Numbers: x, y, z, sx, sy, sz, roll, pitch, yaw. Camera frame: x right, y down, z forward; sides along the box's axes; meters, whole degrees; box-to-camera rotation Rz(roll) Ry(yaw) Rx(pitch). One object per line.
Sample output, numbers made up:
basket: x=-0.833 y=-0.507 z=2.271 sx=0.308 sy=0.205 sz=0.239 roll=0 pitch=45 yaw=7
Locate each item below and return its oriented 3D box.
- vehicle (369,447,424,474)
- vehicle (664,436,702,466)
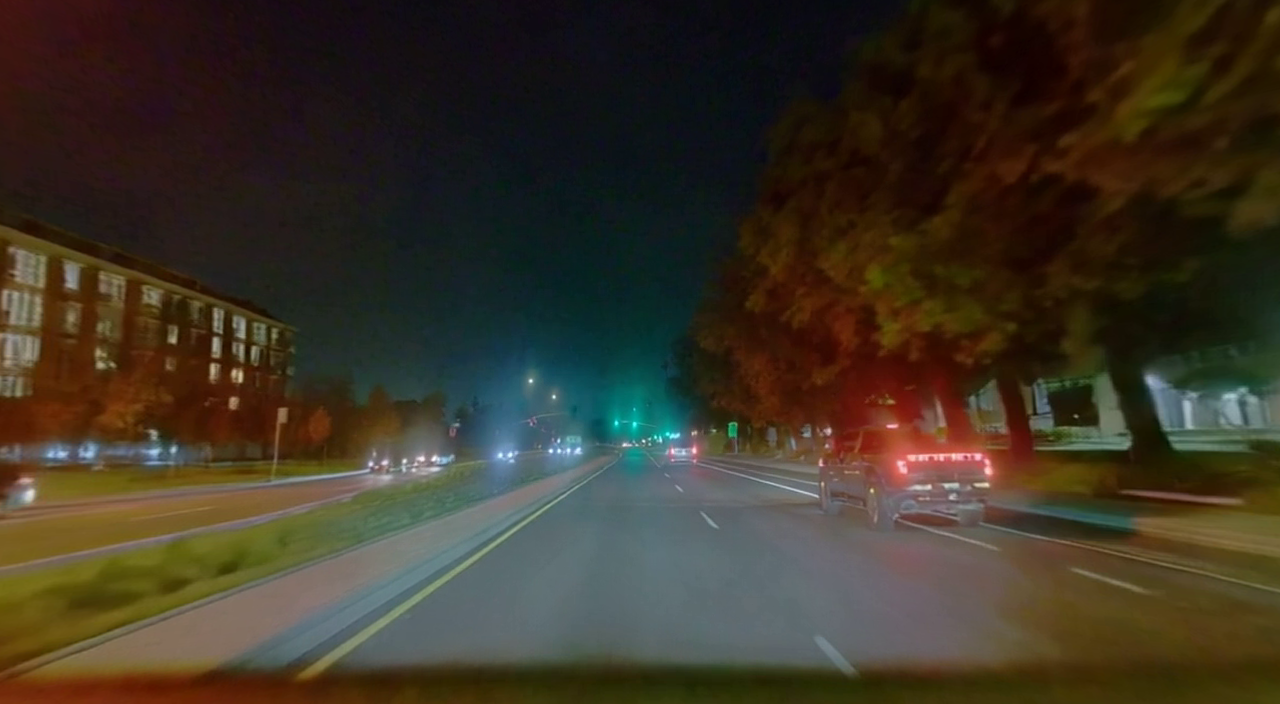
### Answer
vehicle: x=-17.077 y=7.580 z=44.578 sx=2.052 sy=1.776 sz=4.483 roll=0 pitch=-8 yaw=0
vehicle: x=2.815 y=6.624 z=42.376 sx=2.085 sy=1.828 sz=5.383 roll=0 pitch=-8 yaw=-1
